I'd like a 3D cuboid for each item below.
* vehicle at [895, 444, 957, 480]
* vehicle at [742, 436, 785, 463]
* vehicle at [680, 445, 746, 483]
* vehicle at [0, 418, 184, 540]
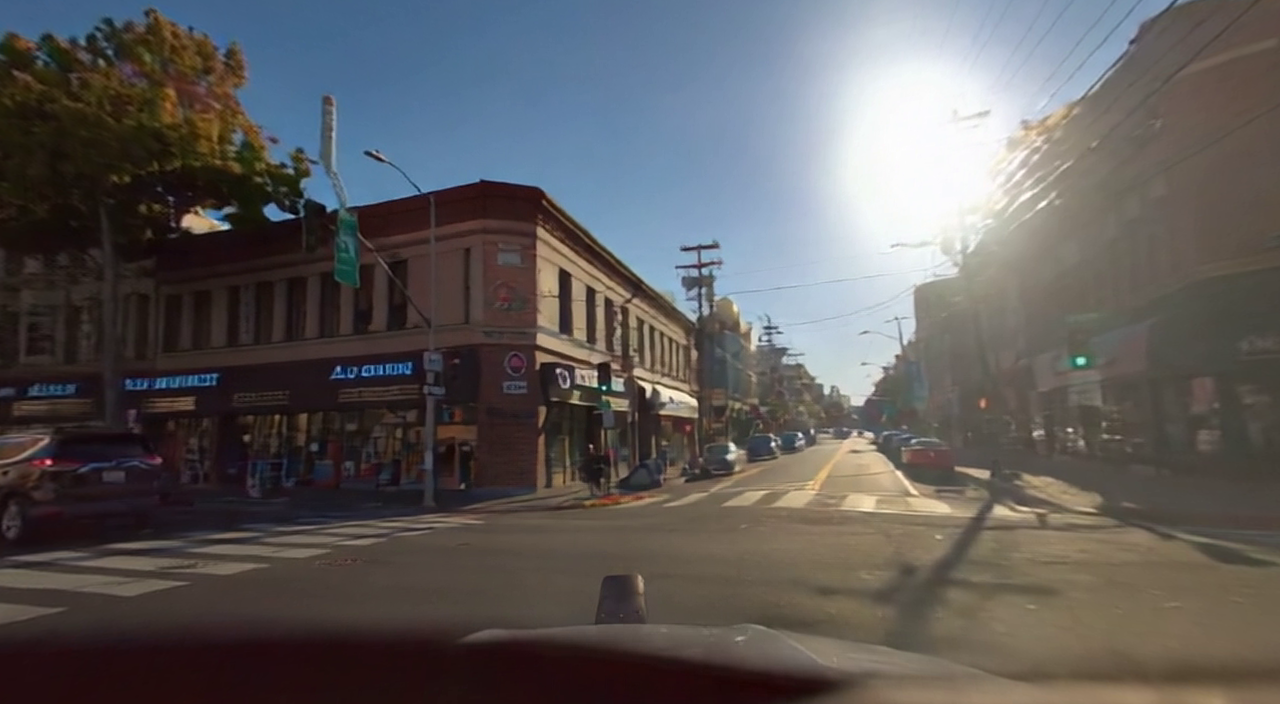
[{"bbox_3d":[13.053,5.004,29.068,2.062,1.526,3.989,-3,-9,17],"label":"vehicle"},{"bbox_3d":[9.580,7.547,48.619,2.510,1.859,5.449,-4,-11,18],"label":"vehicle"},{"bbox_3d":[3.549,5.271,30.108,2.179,1.596,4.286,-3,-9,19],"label":"vehicle"},{"bbox_3d":[-11.401,2.304,12.105,4.611,1.882,2.440,-5,-10,29],"label":"vehicle"}]
